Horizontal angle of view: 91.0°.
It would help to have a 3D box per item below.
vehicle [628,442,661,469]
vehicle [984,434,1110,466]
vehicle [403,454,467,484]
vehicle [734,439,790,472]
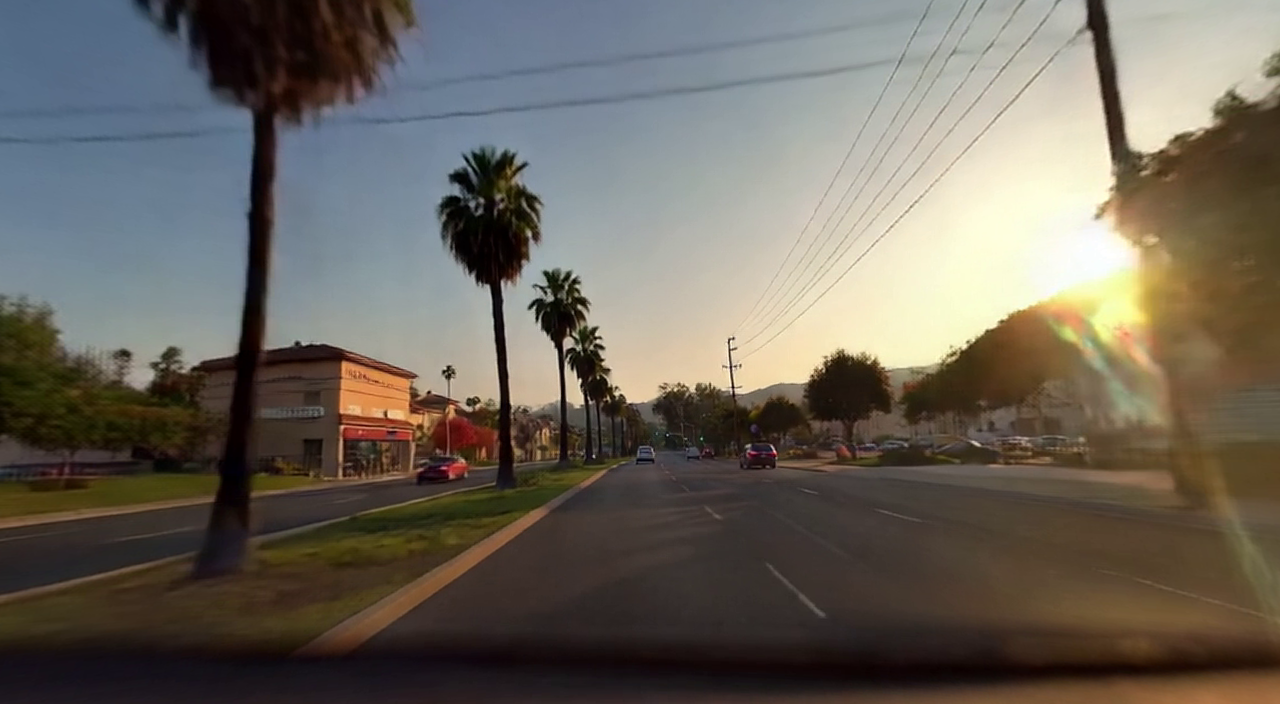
[{"bbox_3d":[0.312,7.076,43.216,2.138,1.702,4.168,0,-9,1],"label":"vehicle"},{"bbox_3d":[19.952,4.833,31.042,4.768,1.512,1.986,0,-9,1],"label":"vehicle"},{"bbox_3d":[-11.385,6.542,35.365,1.942,1.497,4.582,0,-9,1],"label":"vehicle"},{"bbox_3d":[6.839,5.831,35.791,2.252,1.718,4.617,0,-9,0],"label":"vehicle"}]
